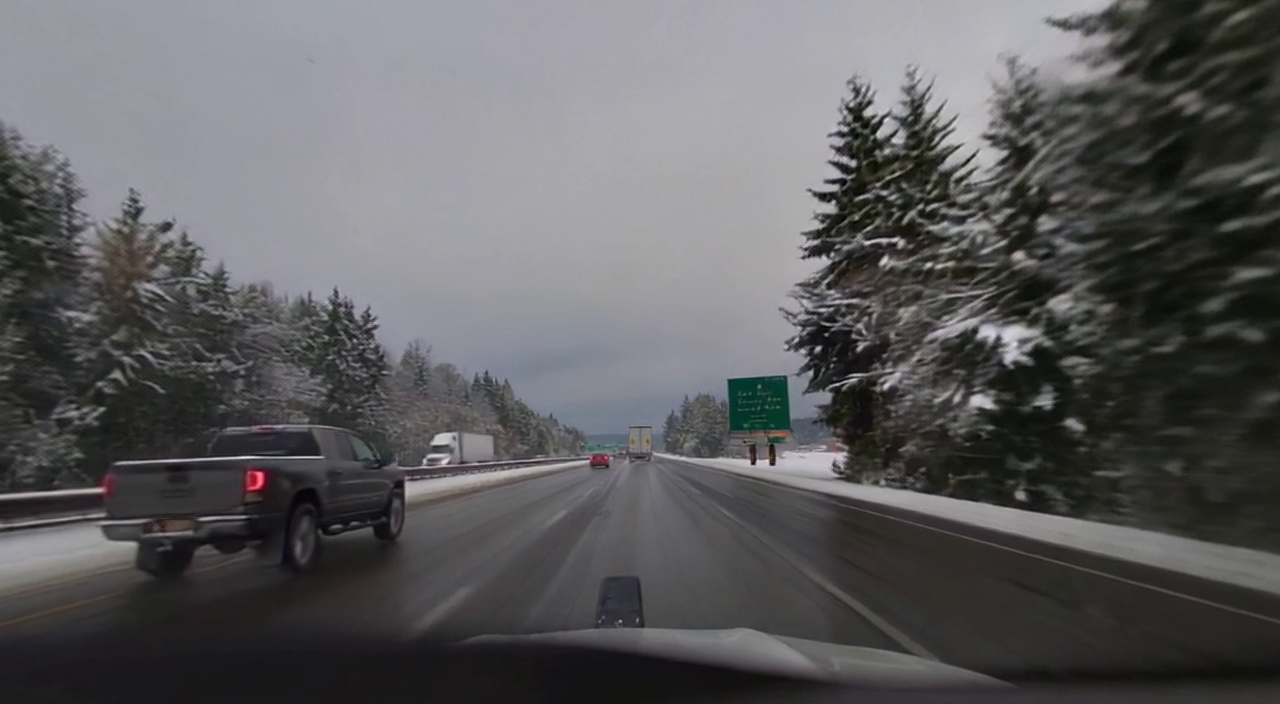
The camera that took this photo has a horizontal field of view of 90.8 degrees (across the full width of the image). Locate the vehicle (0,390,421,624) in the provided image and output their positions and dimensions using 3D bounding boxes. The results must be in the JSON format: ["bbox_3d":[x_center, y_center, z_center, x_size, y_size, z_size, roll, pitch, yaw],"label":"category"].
[{"bbox_3d":[-4.485,1.594,7.411,2.079,1.845,4.654,0,-9,1],"label":"vehicle"}]
